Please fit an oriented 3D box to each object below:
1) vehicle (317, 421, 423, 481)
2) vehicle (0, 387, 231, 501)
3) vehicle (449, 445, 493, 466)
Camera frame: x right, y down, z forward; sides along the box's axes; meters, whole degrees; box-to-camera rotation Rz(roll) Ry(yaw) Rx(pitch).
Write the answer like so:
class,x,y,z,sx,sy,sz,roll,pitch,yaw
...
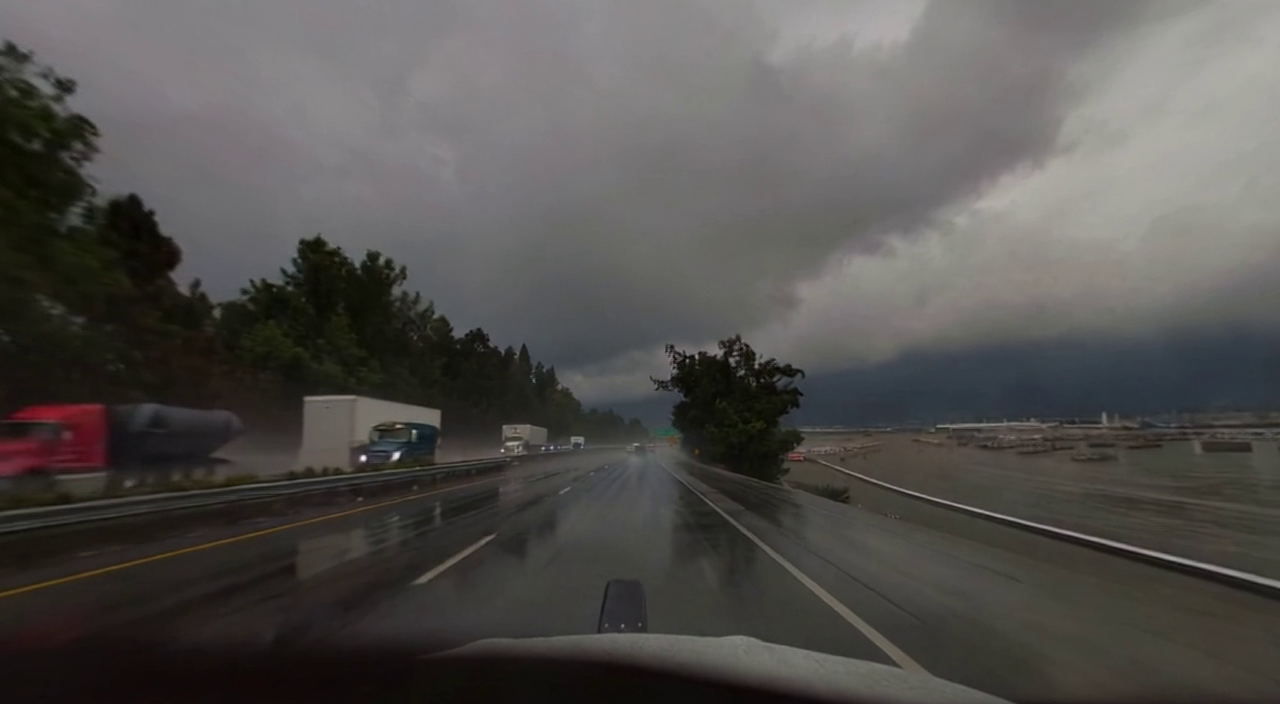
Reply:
class,x,y,z,sx,sy,sz,roll,pitch,yaw
vehicle,-11.855,4.407,28.175,2.308,2.426,5.240,0,-9,1
vehicle,-16.972,2.921,19.916,2.790,2.882,7.737,0,-9,0
vehicle,-12.123,7.473,45.550,1.868,1.426,4.479,0,-9,1
